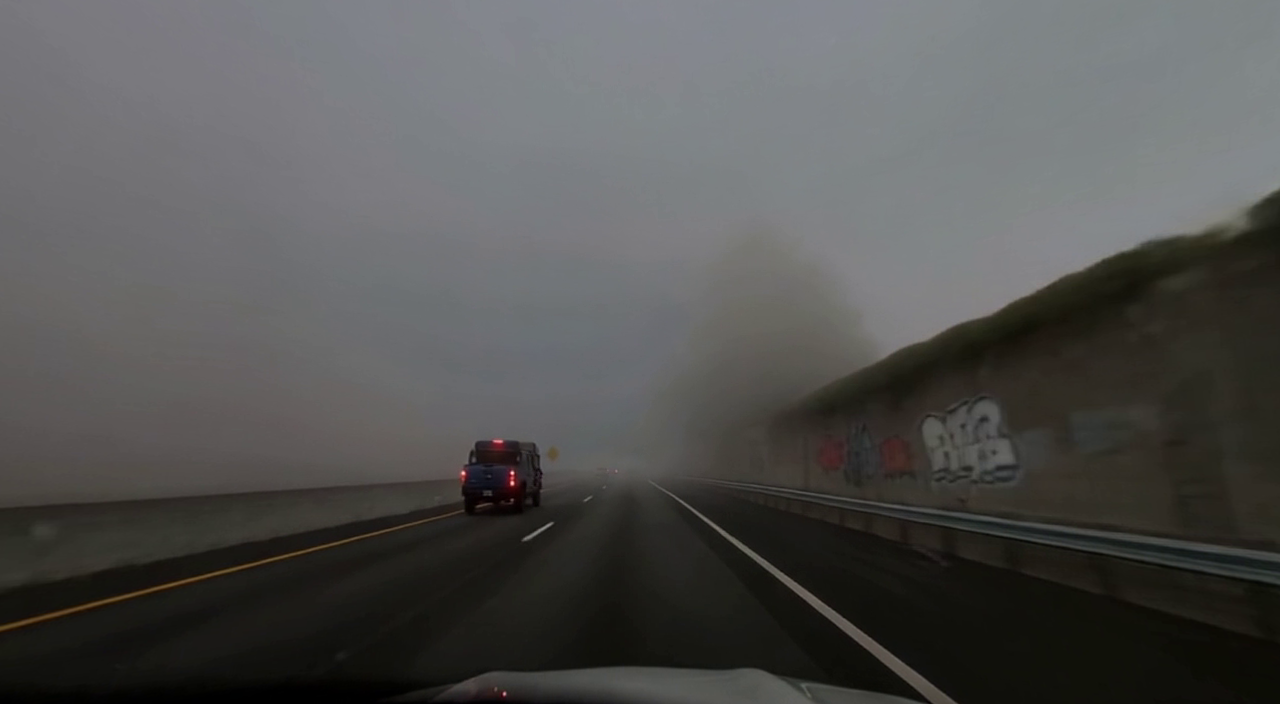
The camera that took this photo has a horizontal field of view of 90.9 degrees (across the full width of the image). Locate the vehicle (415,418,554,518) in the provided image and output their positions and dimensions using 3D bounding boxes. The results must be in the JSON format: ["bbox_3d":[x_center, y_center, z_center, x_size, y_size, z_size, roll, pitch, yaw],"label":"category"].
[{"bbox_3d":[-4.304,3.467,18.861,2.597,2.434,6.020,1,-11,0],"label":"vehicle"}]
